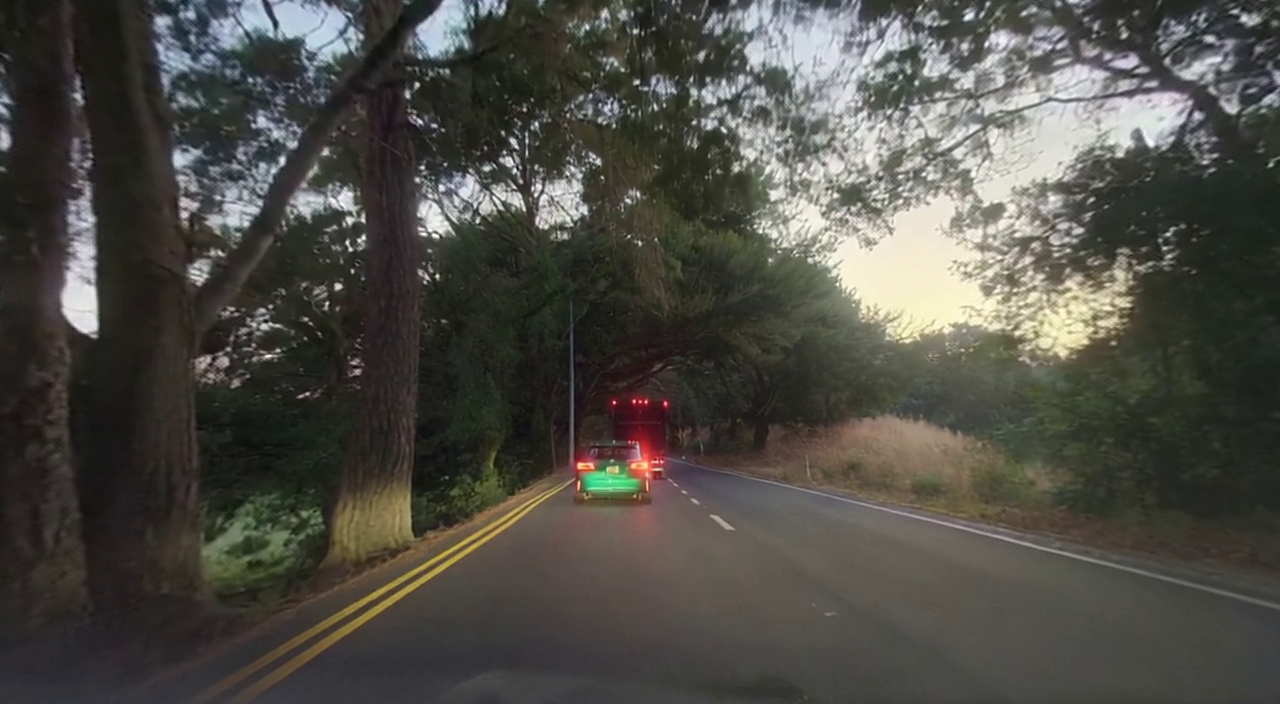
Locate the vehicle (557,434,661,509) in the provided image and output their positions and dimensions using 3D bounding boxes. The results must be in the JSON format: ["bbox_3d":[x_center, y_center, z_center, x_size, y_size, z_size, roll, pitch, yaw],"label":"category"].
[{"bbox_3d":[-0.602,2.701,14.699,2.076,1.490,4.078,0,-8,0],"label":"vehicle"}]

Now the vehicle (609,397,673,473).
[{"bbox_3d":[-0.010,4.921,36.588,3.085,3.682,11.755,0,-8,-1],"label":"vehicle"}]
